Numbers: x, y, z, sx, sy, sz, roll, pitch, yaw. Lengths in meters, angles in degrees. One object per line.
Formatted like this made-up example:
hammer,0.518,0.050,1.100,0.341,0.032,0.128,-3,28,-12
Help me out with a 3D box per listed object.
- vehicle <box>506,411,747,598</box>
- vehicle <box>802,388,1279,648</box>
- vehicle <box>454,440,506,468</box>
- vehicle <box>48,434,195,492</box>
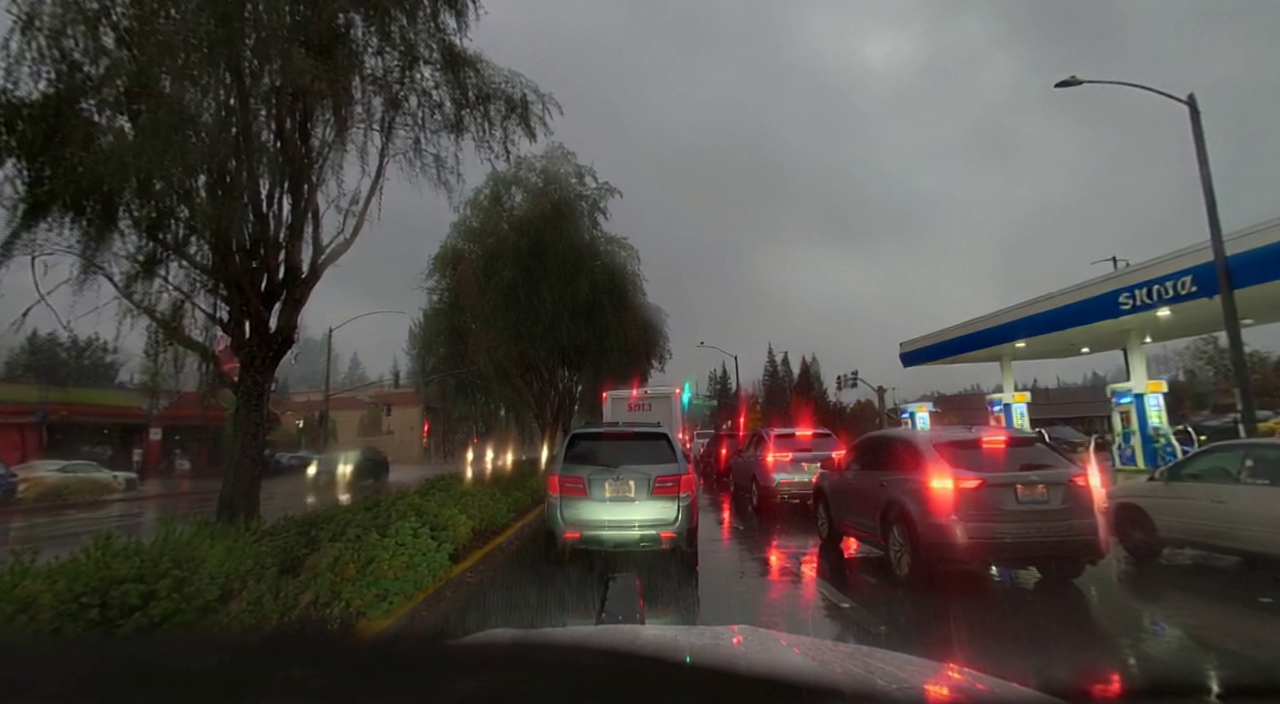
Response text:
vehicle,-0.155,1.614,7.464,2.106,1.613,3.697,0,-9,-1
vehicle,3.361,1.421,6.472,2.056,1.700,4.399,0,-9,-2
vehicle,-10.934,7.007,43.647,2.190,1.778,5.033,-1,-9,1
vehicle,-26.960,5.774,33.293,2.571,2.711,6.027,0,-9,0
